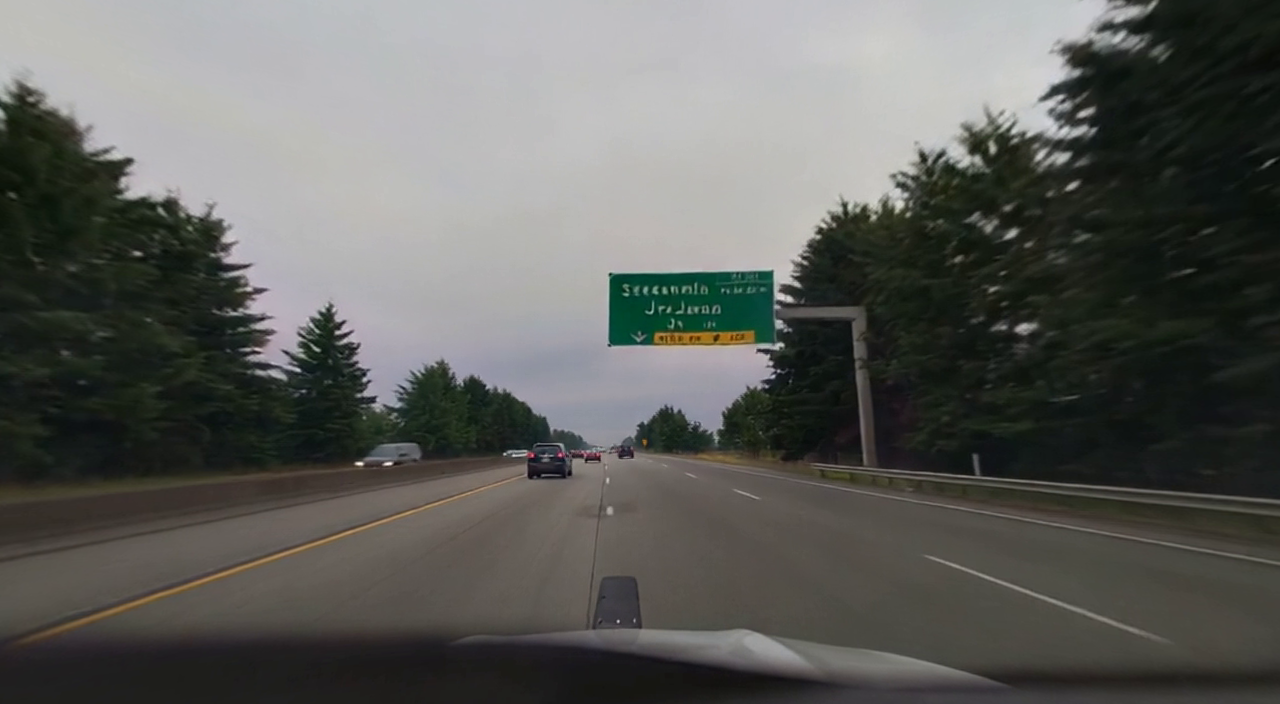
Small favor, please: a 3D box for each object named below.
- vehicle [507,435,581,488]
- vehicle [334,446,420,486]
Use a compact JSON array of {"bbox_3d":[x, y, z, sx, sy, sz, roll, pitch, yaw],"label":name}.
[{"bbox_3d":[-3.358,3.923,22.719,2.151,1.693,4.201,0,-9,-2],"label":"vehicle"},{"bbox_3d":[-11.827,5.113,28.568,2.044,1.638,4.642,0,-9,-2],"label":"vehicle"}]
